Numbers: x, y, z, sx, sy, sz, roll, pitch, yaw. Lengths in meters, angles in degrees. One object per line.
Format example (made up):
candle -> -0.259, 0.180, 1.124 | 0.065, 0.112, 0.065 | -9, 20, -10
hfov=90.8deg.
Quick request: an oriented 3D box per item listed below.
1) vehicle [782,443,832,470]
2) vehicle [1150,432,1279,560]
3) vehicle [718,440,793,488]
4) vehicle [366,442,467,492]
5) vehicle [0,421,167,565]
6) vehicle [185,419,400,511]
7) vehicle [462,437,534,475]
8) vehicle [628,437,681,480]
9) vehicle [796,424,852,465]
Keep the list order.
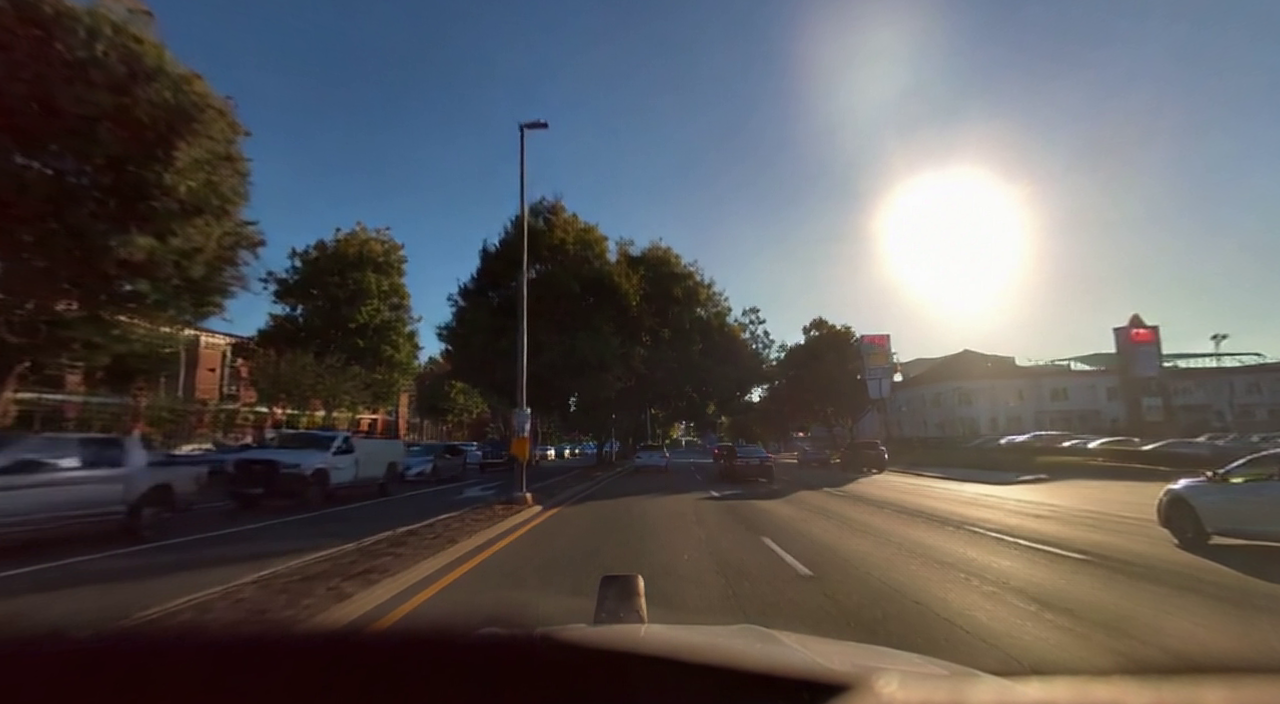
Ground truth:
vehicle -> 9.744, 6.126, 37.250 | 1.860, 1.475, 4.488 | -1, -9, 2
vehicle -> 8.289, 1.566, 6.693 | 1.909, 1.456, 4.569 | 0, -9, 0
vehicle -> 3.852, 3.809, 21.753 | 1.852, 1.498, 3.825 | 0, -9, 0
vehicle -> -8.282, 4.257, 23.983 | 1.920, 1.590, 5.041 | -3, -8, 1
vehicle -> -8.775, 1.719, 7.700 | 2.183, 1.706, 4.862 | 0, -9, 1
vehicle -> -8.547, 2.842, 16.381 | 2.460, 1.970, 5.271 | 0, -9, 1
vehicle -> -7.485, 5.556, 33.924 | 2.218, 1.819, 5.732 | -1, -9, 3
vehicle -> 0.660, 4.596, 27.465 | 2.101, 1.694, 3.979 | -1, -9, 2
vehicle -> 13.837, 7.038, 47.974 | 2.790, 2.897, 6.326 | -1, -9, 5
